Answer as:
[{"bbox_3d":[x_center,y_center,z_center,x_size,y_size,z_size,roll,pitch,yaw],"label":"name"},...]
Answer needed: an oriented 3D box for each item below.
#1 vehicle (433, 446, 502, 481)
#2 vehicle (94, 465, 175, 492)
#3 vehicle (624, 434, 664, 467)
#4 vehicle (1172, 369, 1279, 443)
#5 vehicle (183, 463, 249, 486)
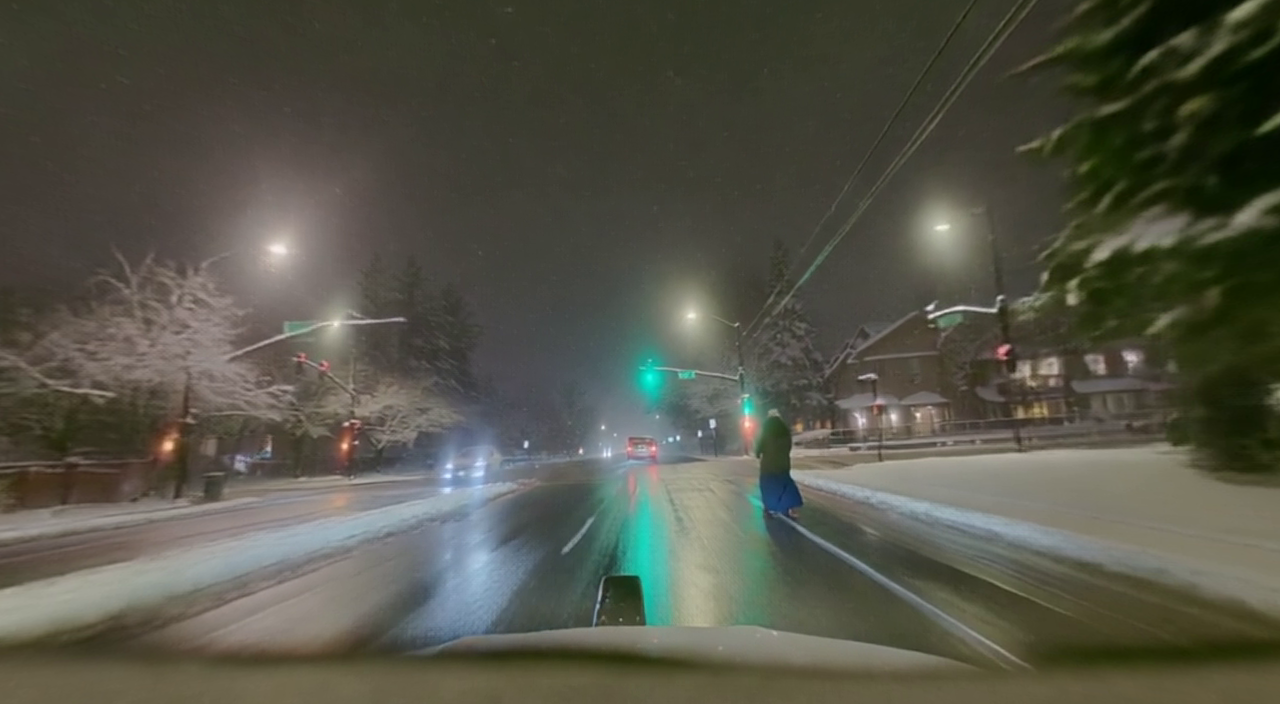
[{"bbox_3d":[-8.333,5.410,31.001,2.036,1.593,4.367,0,-8,2],"label":"vehicle"},{"bbox_3d":[-38.577,9.620,48.369,1.881,1.743,4.662,-2,-8,8],"label":"vehicle"},{"bbox_3d":[0.307,5.851,37.624,2.215,1.799,4.426,-1,-8,3],"label":"vehicle"},{"bbox_3d":[16.089,1.372,15.588,1.982,1.705,4.677,-1,-8,3],"label":"vehicle"},{"bbox_3d":[-31.918,9.233,47.690,1.816,1.475,4.497,0,-8,1],"label":"vehicle"}]
